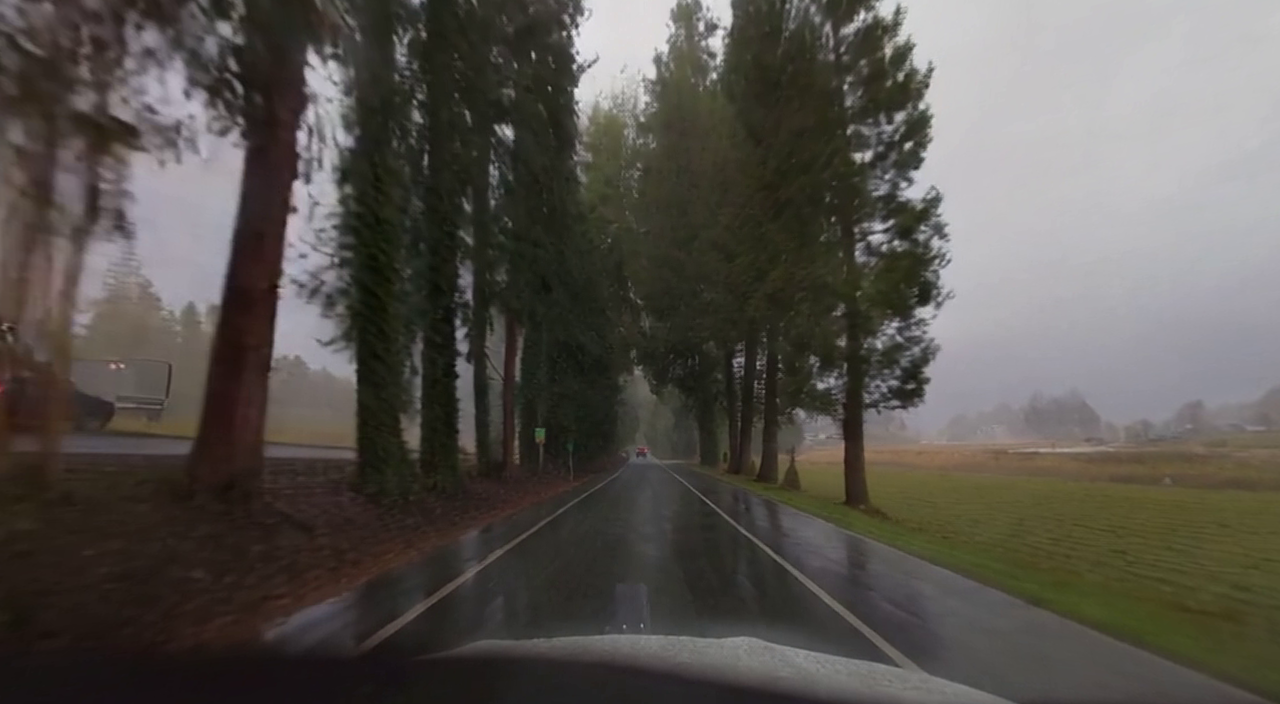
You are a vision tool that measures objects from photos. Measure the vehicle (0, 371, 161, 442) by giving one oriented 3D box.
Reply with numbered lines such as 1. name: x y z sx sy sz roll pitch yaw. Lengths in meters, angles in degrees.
1. vehicle: -19.077 1.923 20.643 2.339 1.956 5.312 -1 -8 4
